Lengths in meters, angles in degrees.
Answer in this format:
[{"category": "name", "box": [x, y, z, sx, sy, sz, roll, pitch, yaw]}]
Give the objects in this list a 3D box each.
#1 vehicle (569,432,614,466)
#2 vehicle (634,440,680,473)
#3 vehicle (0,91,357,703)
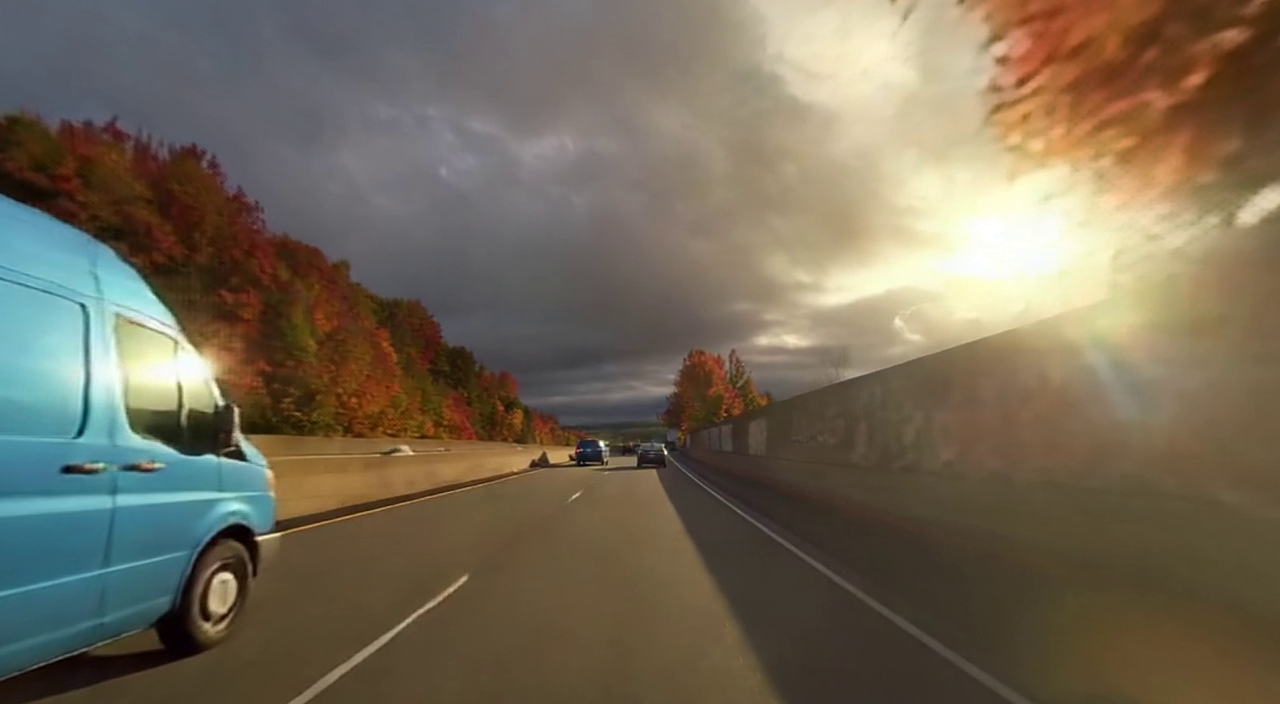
[{"category": "vehicle", "box": [-2.895, 6.011, 39.119, 2.199, 1.973, 5.078, 0, -8, 2]}, {"category": "vehicle", "box": [0.821, 5.062, 30.807, 2.071, 1.487, 3.948, 0, -8, 1]}, {"category": "vehicle", "box": [-3.755, 0.272, 2.418, 2.297, 2.687, 6.317, 0, -8, 1]}]
